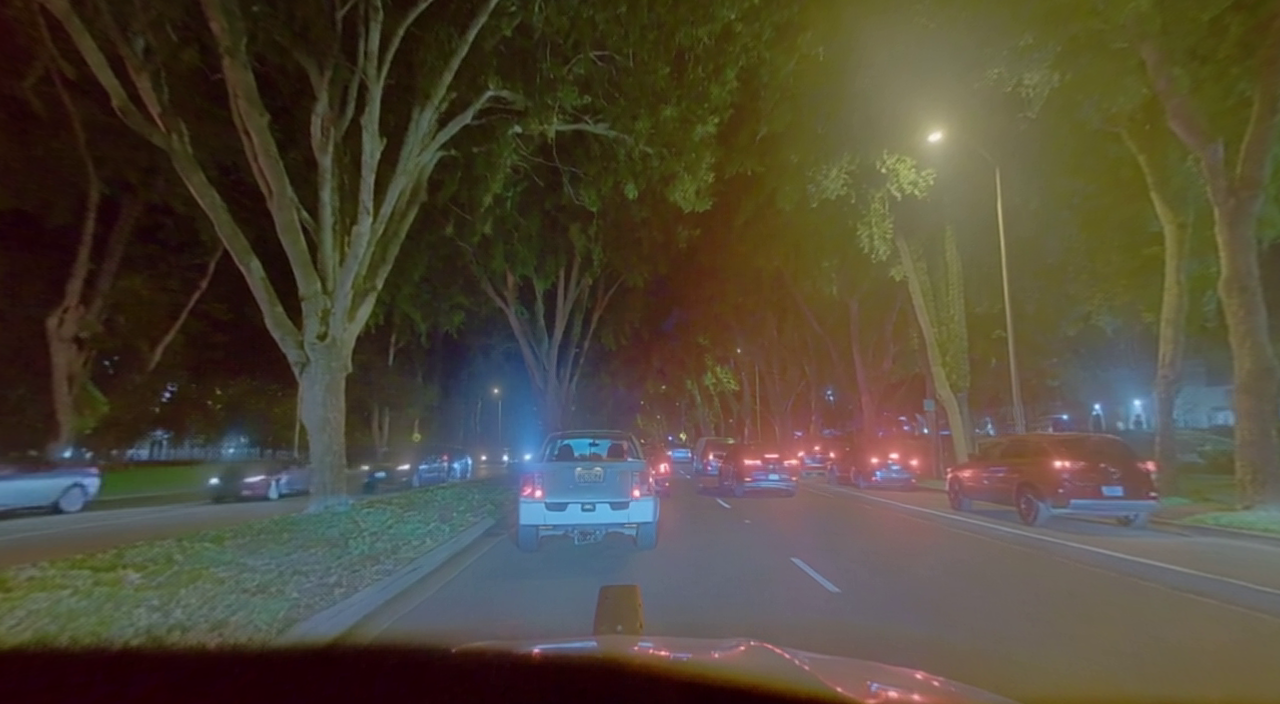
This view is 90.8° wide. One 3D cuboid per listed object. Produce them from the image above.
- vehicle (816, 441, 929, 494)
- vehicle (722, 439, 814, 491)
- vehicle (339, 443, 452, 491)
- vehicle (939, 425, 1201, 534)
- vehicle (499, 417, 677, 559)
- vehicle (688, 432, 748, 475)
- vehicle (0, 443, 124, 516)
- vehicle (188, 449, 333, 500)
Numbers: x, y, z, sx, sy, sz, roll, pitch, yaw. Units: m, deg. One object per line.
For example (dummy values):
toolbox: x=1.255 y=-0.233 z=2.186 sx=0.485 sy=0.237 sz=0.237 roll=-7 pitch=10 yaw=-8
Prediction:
vehicle: x=7.245 y=3.619 z=20.214 sx=1.977 sy=1.485 sz=4.308 roll=0 pitch=-8 yaw=0
vehicle: x=4.007 y=3.625 z=20.625 sx=2.175 sy=1.477 sz=4.520 roll=0 pitch=-8 yaw=1
vehicle: x=-8.324 y=3.930 z=22.045 sx=2.039 sy=1.466 sz=4.553 roll=0 pitch=-8 yaw=1
vehicle: x=7.871 y=2.350 z=12.249 sx=2.168 sy=1.709 sz=4.289 roll=0 pitch=-8 yaw=3
vehicle: x=-0.769 y=1.894 z=9.462 sx=2.106 sy=1.655 sz=3.717 roll=1 pitch=-8 yaw=-5
vehicle: x=3.533 y=4.727 z=29.575 sx=2.114 sy=1.846 sz=4.659 roll=0 pitch=-8 yaw=-1
vehicle: x=-16.799 y=3.305 z=16.595 sx=2.027 sy=1.789 sz=5.259 roll=0 pitch=-8 yaw=0
vehicle: x=-11.954 y=3.860 z=20.358 sx=1.866 sy=1.404 sz=4.507 roll=0 pitch=-8 yaw=0
